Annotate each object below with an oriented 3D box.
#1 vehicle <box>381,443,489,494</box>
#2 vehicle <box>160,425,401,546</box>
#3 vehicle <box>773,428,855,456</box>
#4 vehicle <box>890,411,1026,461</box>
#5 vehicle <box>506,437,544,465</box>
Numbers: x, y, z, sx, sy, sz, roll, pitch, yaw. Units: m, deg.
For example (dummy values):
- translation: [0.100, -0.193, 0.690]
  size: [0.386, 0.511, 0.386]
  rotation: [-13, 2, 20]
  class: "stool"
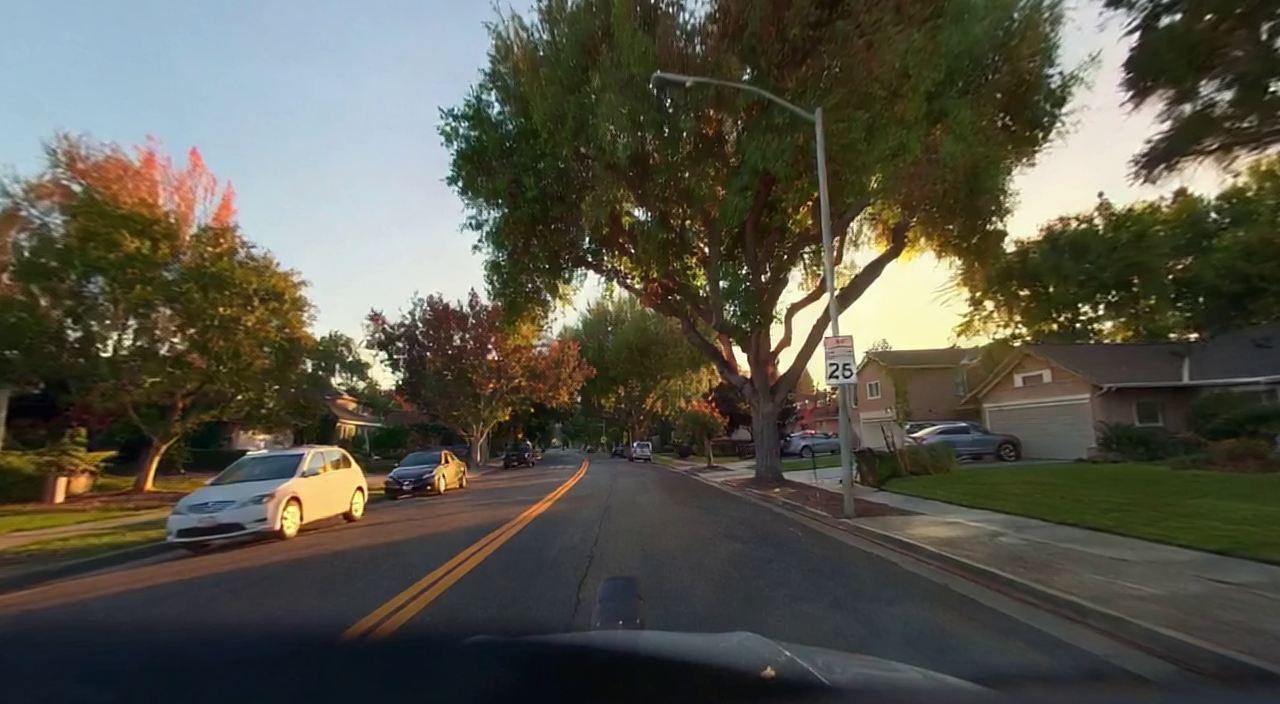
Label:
- translation: [-6.693, 3.854, 21.357]
  size: [2.004, 1.400, 5.505]
  rotation: [-2, -9, -2]
  class: "vehicle"
- translation: [-6.556, 2.489, 12.358]
  size: [2.051, 1.761, 4.698]
  rotation: [-3, -9, -1]
  class: "vehicle"
- translation: [11.863, 6.154, 43.324]
  size: [4.938, 1.830, 2.024]
  rotation: [0, -8, -2]
  class: "vehicle"
- translation: [12.705, 3.394, 25.441]
  size: [4.392, 1.944, 1.917]
  rotation: [0, -8, -1]
  class: "vehicle"
- translation: [-8.226, 7.133, 45.559]
  size: [2.102, 1.801, 5.574]
  rotation: [-1, -9, -5]
  class: "vehicle"
